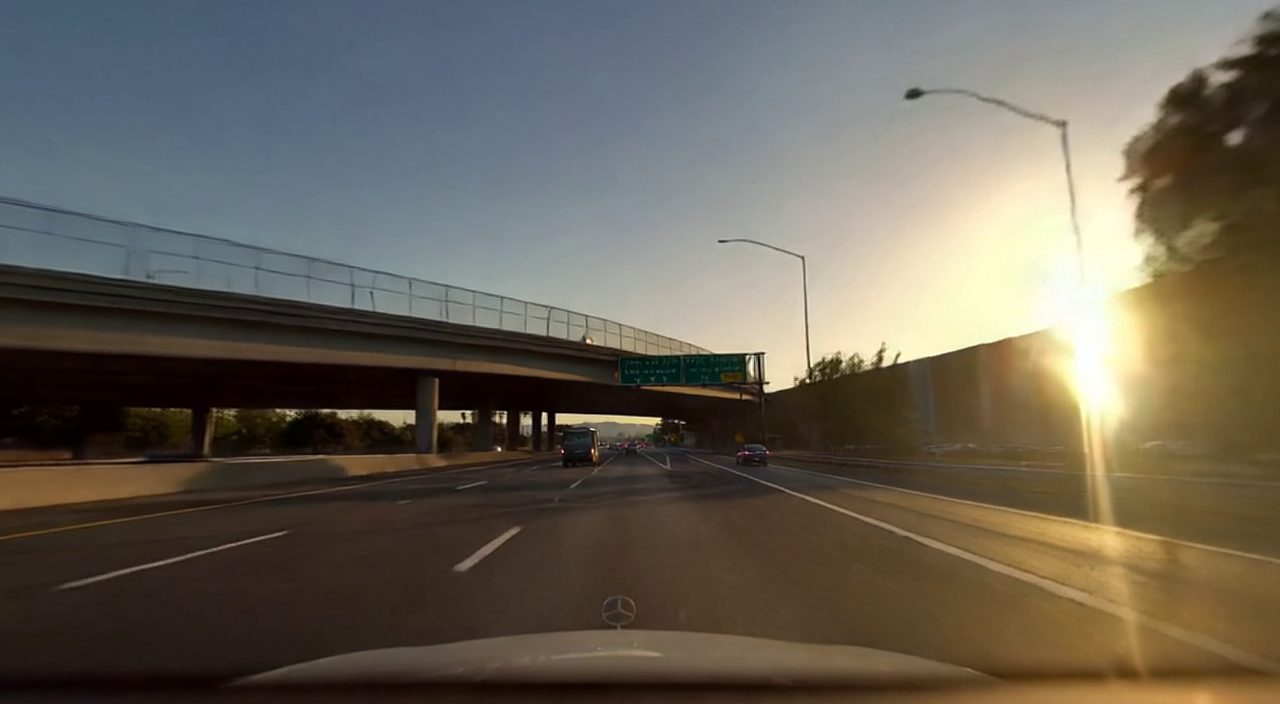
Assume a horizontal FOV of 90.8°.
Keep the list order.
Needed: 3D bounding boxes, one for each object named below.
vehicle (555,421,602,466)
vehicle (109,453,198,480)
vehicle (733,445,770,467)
[{"bbox_3d":[-4.312,6.634,45.607,2.881,2.937,7.045,0,-9,-2],"label":"vehicle"},{"bbox_3d":[-30.032,7.048,39.215,1.937,1.487,4.552,0,-9,-1],"label":"vehicle"},{"bbox_3d":[8.257,7.704,47.006,2.035,1.491,4.246,0,-9,1],"label":"vehicle"}]
